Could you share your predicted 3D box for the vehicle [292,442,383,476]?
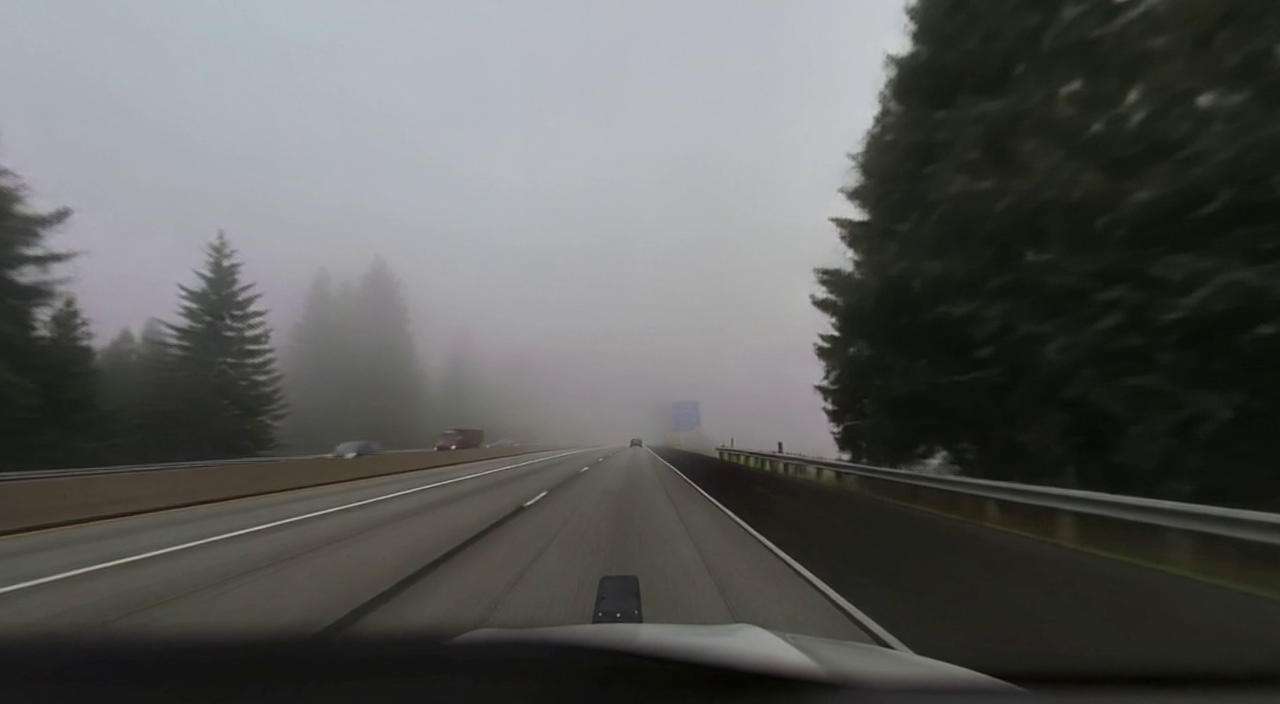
[{"bbox_3d":[-14.066,4.976,29.569,1.907,1.420,4.666,0,-8,0],"label":"vehicle"}]
